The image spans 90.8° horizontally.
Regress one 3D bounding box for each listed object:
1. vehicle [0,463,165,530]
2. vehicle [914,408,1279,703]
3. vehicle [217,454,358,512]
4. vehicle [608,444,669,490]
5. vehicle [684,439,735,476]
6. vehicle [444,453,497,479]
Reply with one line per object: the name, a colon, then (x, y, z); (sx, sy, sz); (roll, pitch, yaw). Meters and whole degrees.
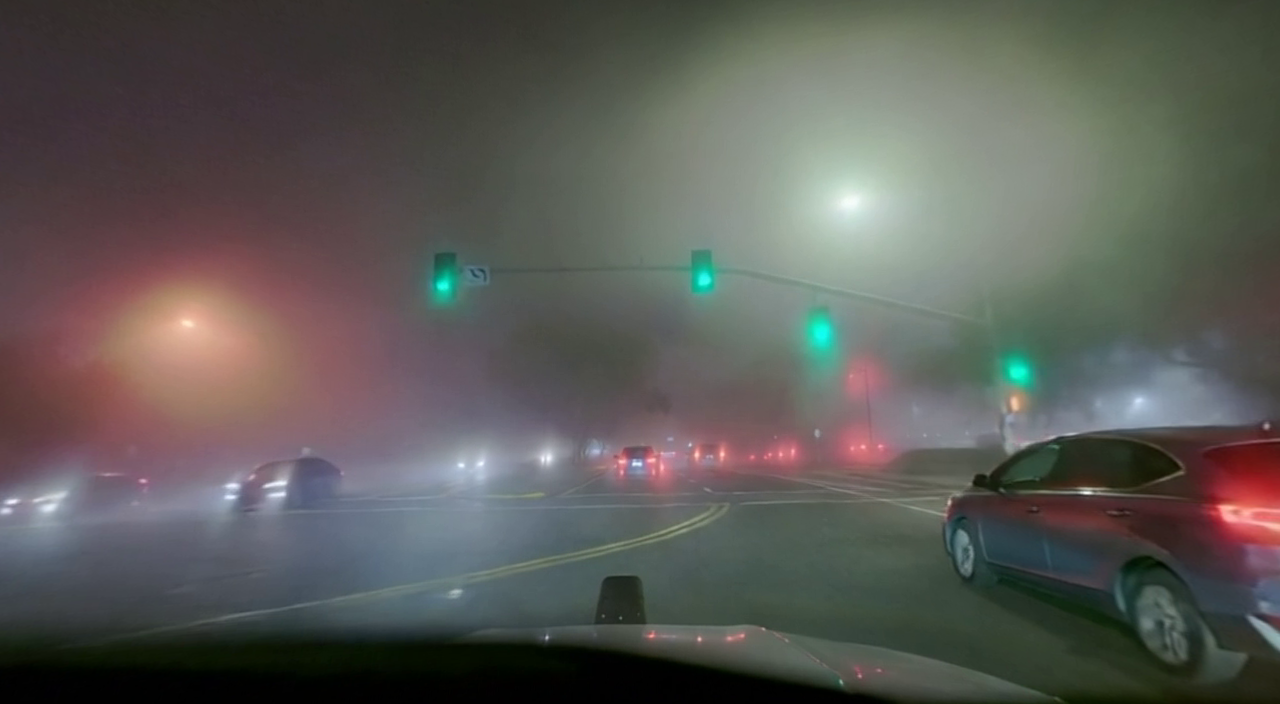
vehicle: (-17.965, 4.510, 20.230); (1.918, 1.738, 4.589); (0, -8, 0)
vehicle: (3.888, 1.210, 4.298); (2.049, 1.473, 4.425); (0, -8, 0)
vehicle: (-10.828, 4.014, 19.840); (1.808, 1.512, 4.447); (0, -8, 1)
vehicle: (-0.049, 4.160, 23.216); (2.034, 1.500, 3.966); (0, -8, 0)
vehicle: (3.573, 5.532, 33.373); (2.107, 1.773, 4.557); (0, -8, -1)
vehicle: (-10.852, 7.317, 40.811); (2.043, 1.456, 4.627); (0, -8, 1)
